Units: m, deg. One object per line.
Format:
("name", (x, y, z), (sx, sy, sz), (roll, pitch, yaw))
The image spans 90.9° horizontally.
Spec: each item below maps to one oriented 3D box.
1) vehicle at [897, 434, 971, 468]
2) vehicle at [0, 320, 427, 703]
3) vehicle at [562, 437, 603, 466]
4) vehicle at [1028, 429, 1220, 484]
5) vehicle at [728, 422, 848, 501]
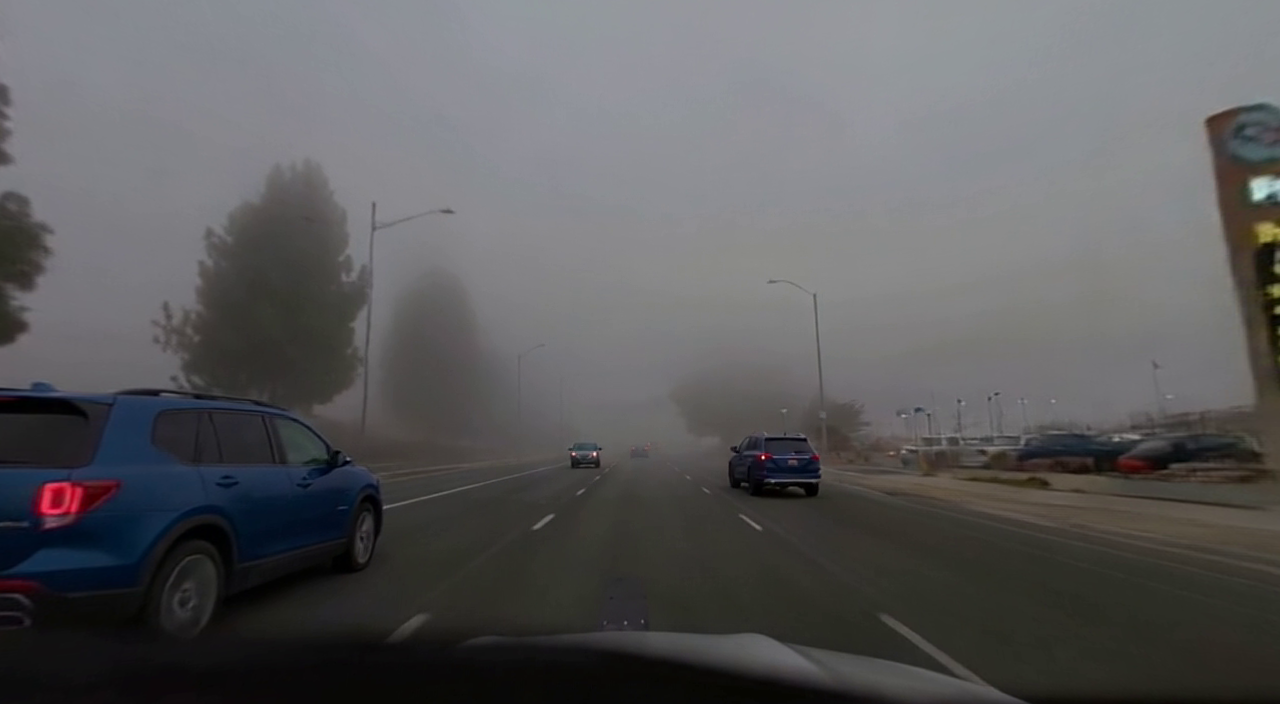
("vehicle", (15.655, 5.283, 33.849), (1.897, 1.662, 4.504), (0, -8, 2))
("vehicle", (-3.843, 1.138, 5.558), (2.210, 1.925, 4.838), (0, -8, 0))
("vehicle", (-3.640, 6.406, 40.626), (2.112, 1.775, 4.404), (0, -8, 1))
("vehicle", (13.660, 2.962, 17.960), (4.040, 1.497, 1.702), (0, -8, -1))
("vehicle", (3.672, 2.814, 16.576), (2.024, 1.773, 4.431), (0, -8, 0))
